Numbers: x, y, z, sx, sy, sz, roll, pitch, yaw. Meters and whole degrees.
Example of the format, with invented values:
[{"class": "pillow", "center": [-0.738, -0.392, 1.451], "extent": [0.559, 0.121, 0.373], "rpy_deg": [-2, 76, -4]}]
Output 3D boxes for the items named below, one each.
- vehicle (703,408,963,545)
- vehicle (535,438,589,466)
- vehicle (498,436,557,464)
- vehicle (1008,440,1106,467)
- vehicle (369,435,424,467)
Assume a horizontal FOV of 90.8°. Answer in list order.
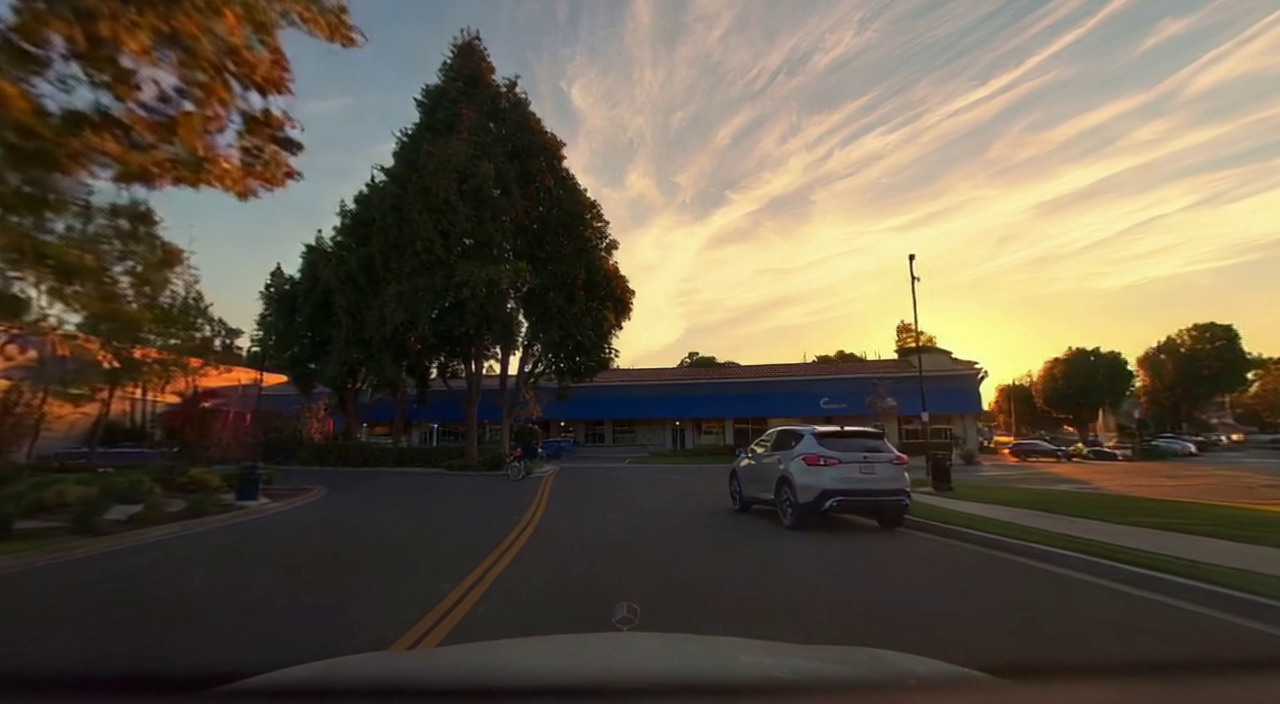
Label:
[{"class": "vehicle", "center": [2.848, 2.022, 10.968], "extent": [2.292, 1.767, 5.128], "rpy_deg": [1, -9, -8]}, {"class": "vehicle", "center": [-4.888, 6.176, 39.126], "extent": [2.007, 1.639, 4.444], "rpy_deg": [4, -9, -25]}, {"class": "vehicle", "center": [-7.929, 6.842, 44.168], "extent": [2.278, 1.805, 4.950], "rpy_deg": [5, -10, -33]}, {"class": "vehicle", "center": [26.035, 6.339, 39.558], "extent": [4.800, 1.574, 1.815], "rpy_deg": [-8, -12, 43]}, {"class": "vehicle", "center": [-16.148, 6.493, 41.708], "extent": [2.319, 1.976, 4.839], "rpy_deg": [5, -10, -33]}]
